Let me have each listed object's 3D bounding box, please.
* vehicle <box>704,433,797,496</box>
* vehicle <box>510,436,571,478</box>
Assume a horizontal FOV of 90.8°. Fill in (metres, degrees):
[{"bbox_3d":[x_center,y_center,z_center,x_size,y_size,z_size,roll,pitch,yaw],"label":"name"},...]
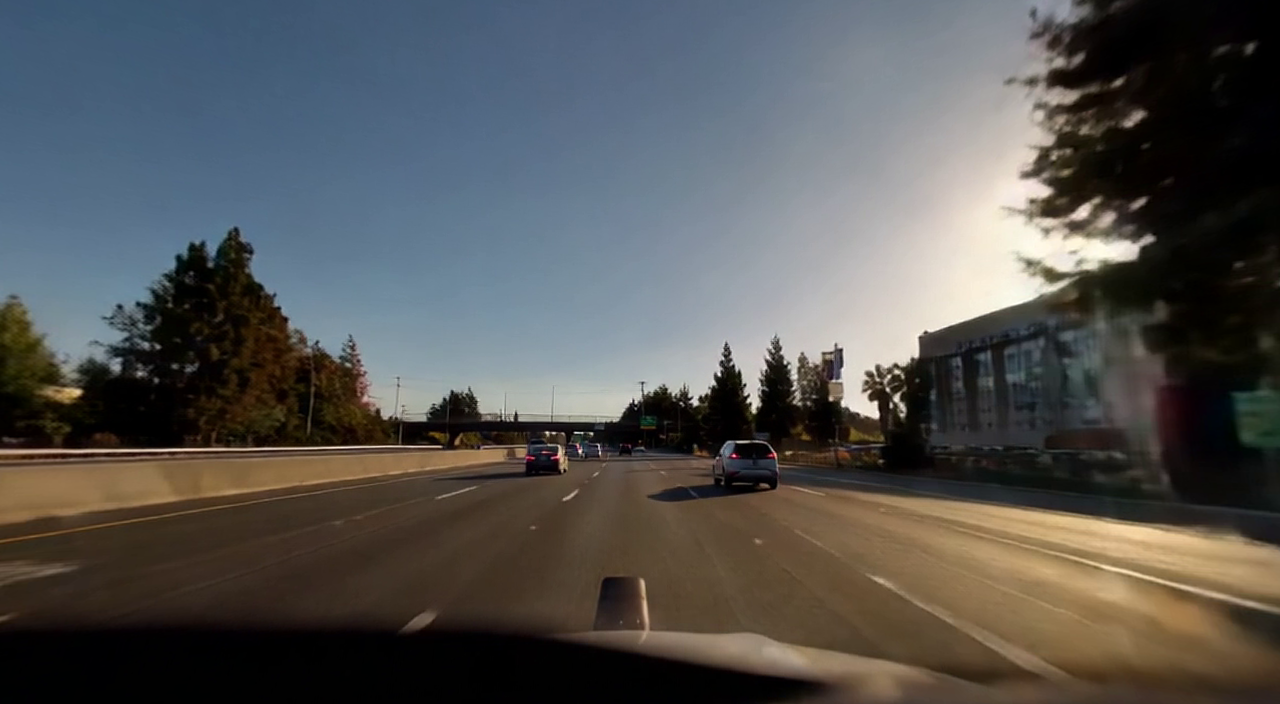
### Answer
[{"bbox_3d":[3.218,3.372,19.336,1.997,1.686,4.247,0,-8,-1],"label":"vehicle"},{"bbox_3d":[-4.590,4.922,29.900,2.176,1.779,4.755,0,-8,0],"label":"vehicle"}]
